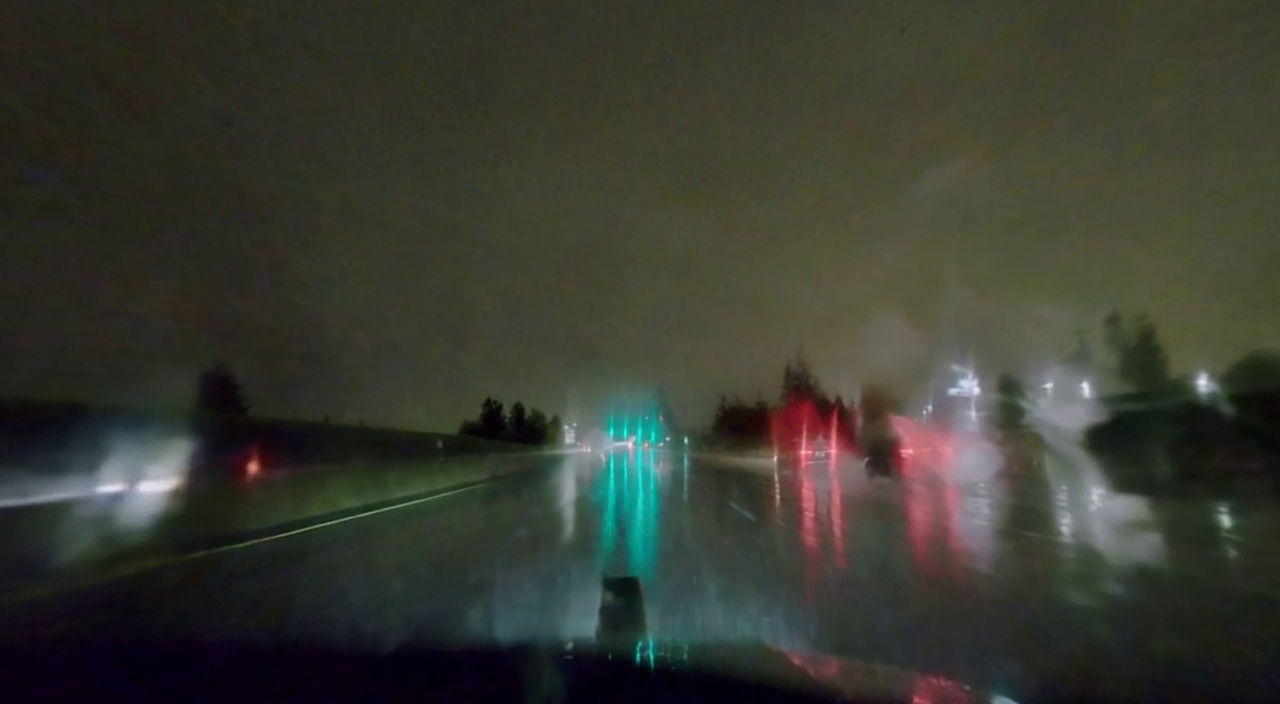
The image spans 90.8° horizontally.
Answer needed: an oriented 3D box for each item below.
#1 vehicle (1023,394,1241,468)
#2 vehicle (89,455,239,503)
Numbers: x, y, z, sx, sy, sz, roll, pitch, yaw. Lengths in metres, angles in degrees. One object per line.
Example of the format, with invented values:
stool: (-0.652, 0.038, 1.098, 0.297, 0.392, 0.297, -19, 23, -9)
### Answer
vehicle: (30.679, 5.336, 40.962, 2.942, 3.946, 14.093, 0, -9, 1)
vehicle: (-16.839, 4.470, 22.677, 1.829, 1.490, 4.559, 0, -9, 0)
